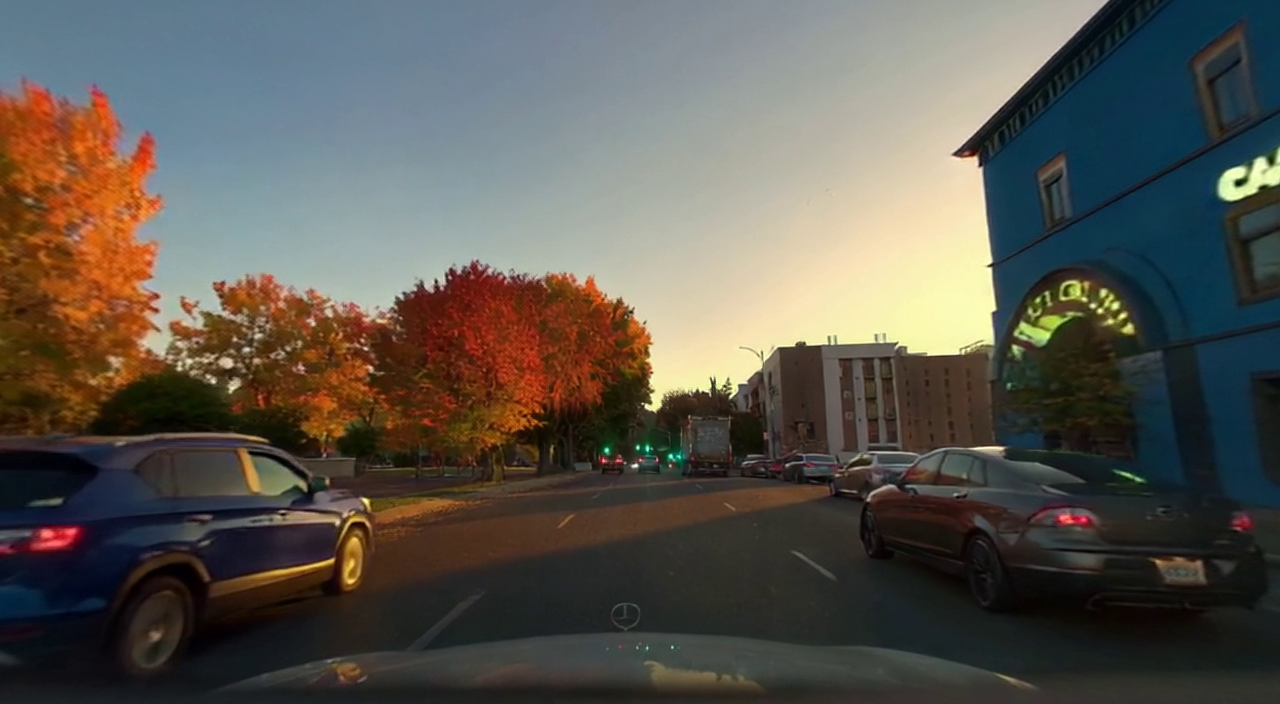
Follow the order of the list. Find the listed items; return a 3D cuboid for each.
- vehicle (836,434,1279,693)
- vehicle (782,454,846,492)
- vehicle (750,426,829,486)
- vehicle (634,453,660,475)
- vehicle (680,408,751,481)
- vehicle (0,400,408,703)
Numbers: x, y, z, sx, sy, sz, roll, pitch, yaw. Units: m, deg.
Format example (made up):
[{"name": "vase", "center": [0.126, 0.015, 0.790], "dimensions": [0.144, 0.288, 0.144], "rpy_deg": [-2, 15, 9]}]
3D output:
[{"name": "vehicle", "center": [3.699, 1.588, 6.139], "dimensions": [1.915, 1.449, 4.970], "rpy_deg": [0, -9, -1]}, {"name": "vehicle", "center": [7.294, 5.080, 26.636], "dimensions": [1.902, 1.430, 3.041], "rpy_deg": [-1, -9, 2]}, {"name": "vehicle", "center": [7.325, 5.182, 31.502], "dimensions": [2.483, 2.707, 5.496], "rpy_deg": [0, -9, -1]}, {"name": "vehicle", "center": [0.546, 8.376, 47.337], "dimensions": [1.846, 1.528, 4.348], "rpy_deg": [0, -9, 1]}, {"name": "vehicle", "center": [4.165, 5.521, 37.405], "dimensions": [3.003, 3.680, 10.684], "rpy_deg": [0, -9, 1]}, {"name": "vehicle", "center": [-3.496, 1.295, 4.669], "dimensions": [1.751, 1.540, 4.481], "rpy_deg": [0, -9, 1]}]
